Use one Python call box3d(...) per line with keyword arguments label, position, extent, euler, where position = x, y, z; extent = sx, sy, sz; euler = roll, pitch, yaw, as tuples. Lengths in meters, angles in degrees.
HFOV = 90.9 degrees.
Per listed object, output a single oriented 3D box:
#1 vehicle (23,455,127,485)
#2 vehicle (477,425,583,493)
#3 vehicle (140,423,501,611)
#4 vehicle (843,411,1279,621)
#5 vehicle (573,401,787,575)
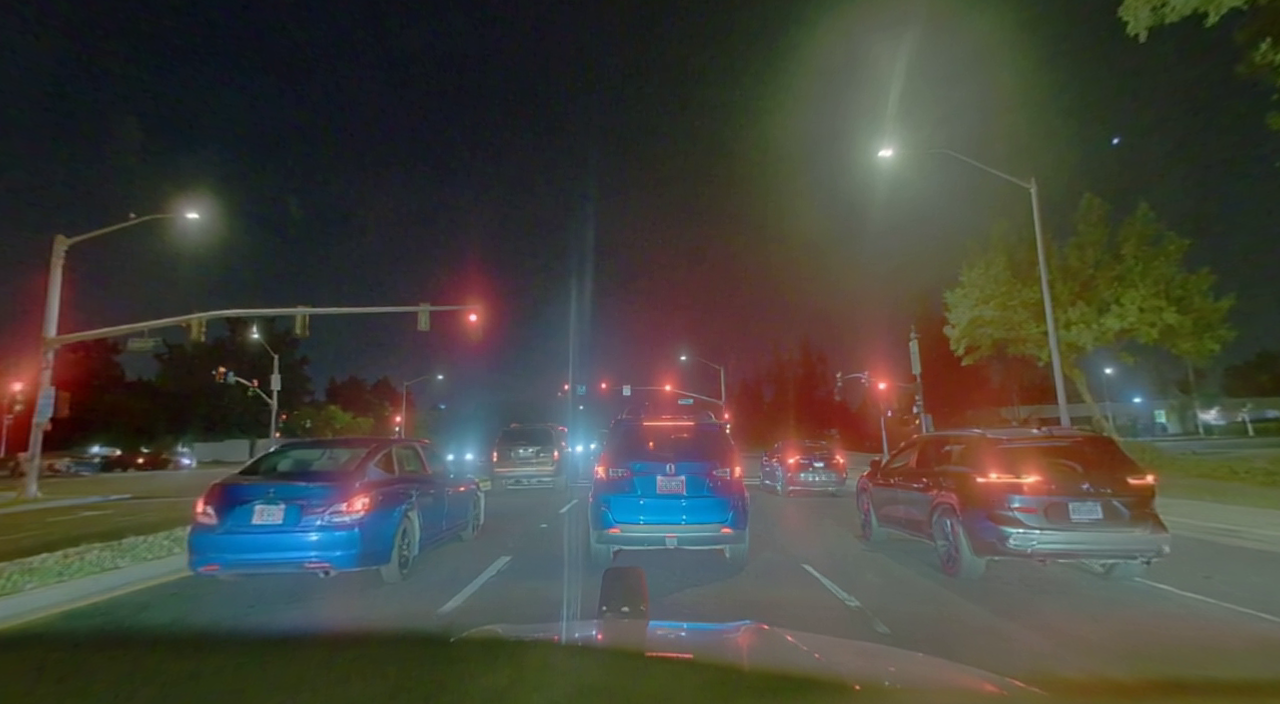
box3d(label="vehicle", position=(-33.267, 6.930, 37.160), extent=(4.395, 1.636, 1.926), euler=(-1, -8, 5))
box3d(label="vehicle", position=(-3.204, 3.289, 19.746), extent=(2.230, 1.834, 5.469), euler=(0, -8, 1))
box3d(label="vehicle", position=(-3.050, 1.647, 7.274), extent=(1.876, 1.497, 4.308), euler=(0, -8, 0))
box3d(label="vehicle", position=(3.925, 1.552, 6.910), extent=(1.954, 1.592, 3.992), euler=(0, -8, -2))
box3d(label="vehicle", position=(0.398, 1.706, 8.682), extent=(2.172, 1.764, 4.338), euler=(0, -8, 0))
